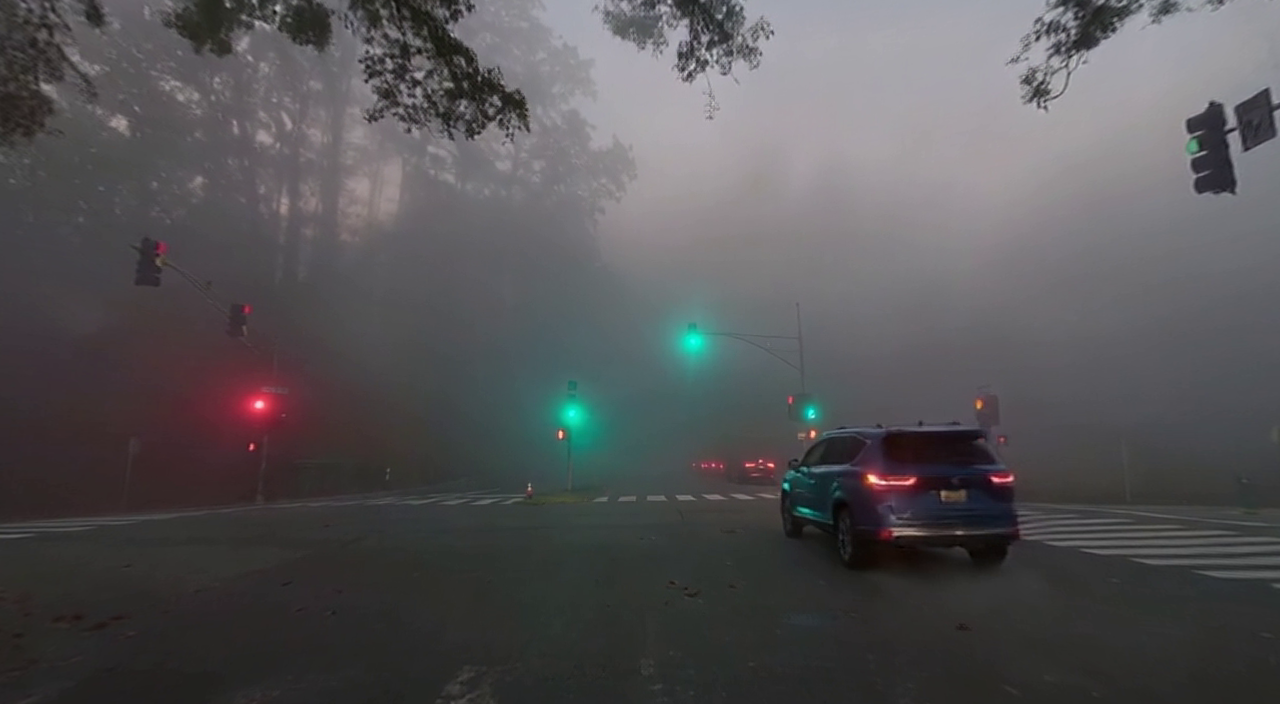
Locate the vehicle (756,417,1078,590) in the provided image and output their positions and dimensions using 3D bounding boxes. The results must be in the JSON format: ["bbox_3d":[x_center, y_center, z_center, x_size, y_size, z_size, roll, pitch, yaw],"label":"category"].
[{"bbox_3d":[3.141,1.829,8.597,2.140,1.655,4.786,0,-8,-1],"label":"vehicle"}]
